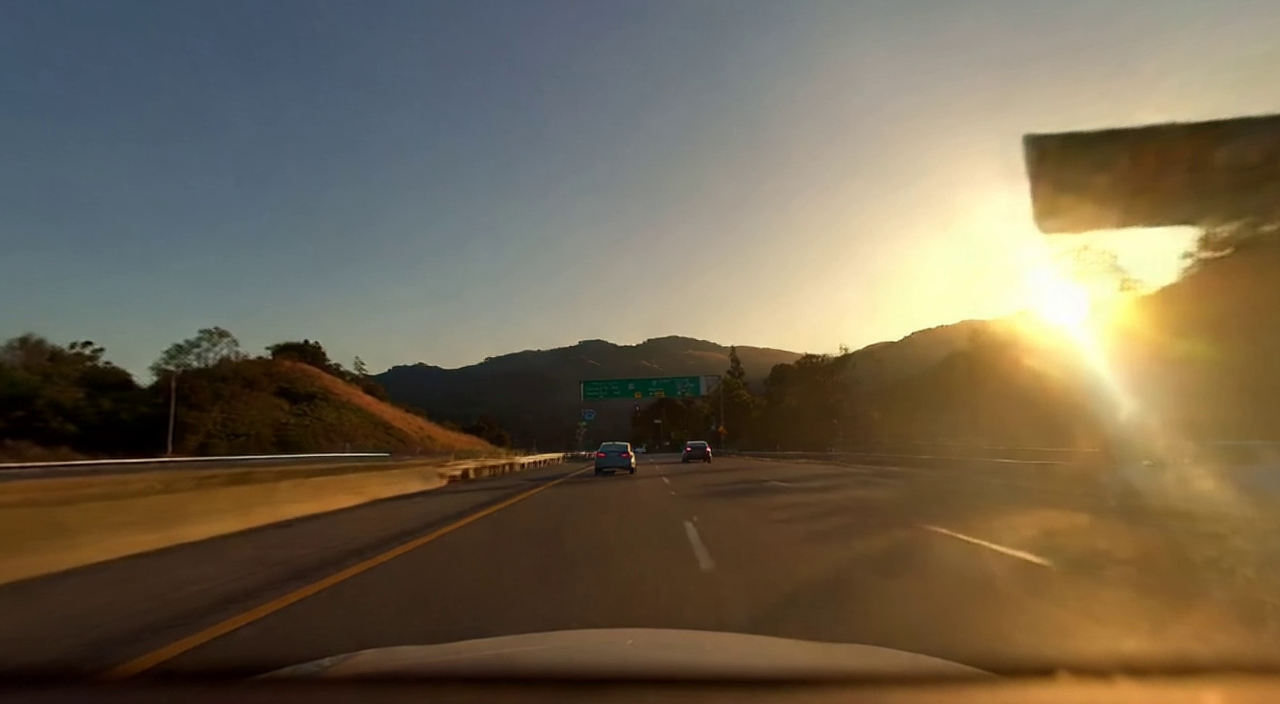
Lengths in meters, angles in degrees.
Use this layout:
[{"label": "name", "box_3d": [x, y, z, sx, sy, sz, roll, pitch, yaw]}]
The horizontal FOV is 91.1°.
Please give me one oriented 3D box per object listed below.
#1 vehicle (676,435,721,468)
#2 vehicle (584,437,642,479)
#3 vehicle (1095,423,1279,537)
[{"label": "vehicle", "box_3d": [3.130, 5.464, 34.561, 2.063, 1.698, 4.355, 0, -8, 0]}, {"label": "vehicle", "box_3d": [-0.979, 4.234, 25.356, 2.050, 1.546, 4.344, 0, -8, 1]}, {"label": "vehicle", "box_3d": [9.461, 1.820, 9.189, 1.870, 1.493, 5.015, 0, -8, 1]}]
